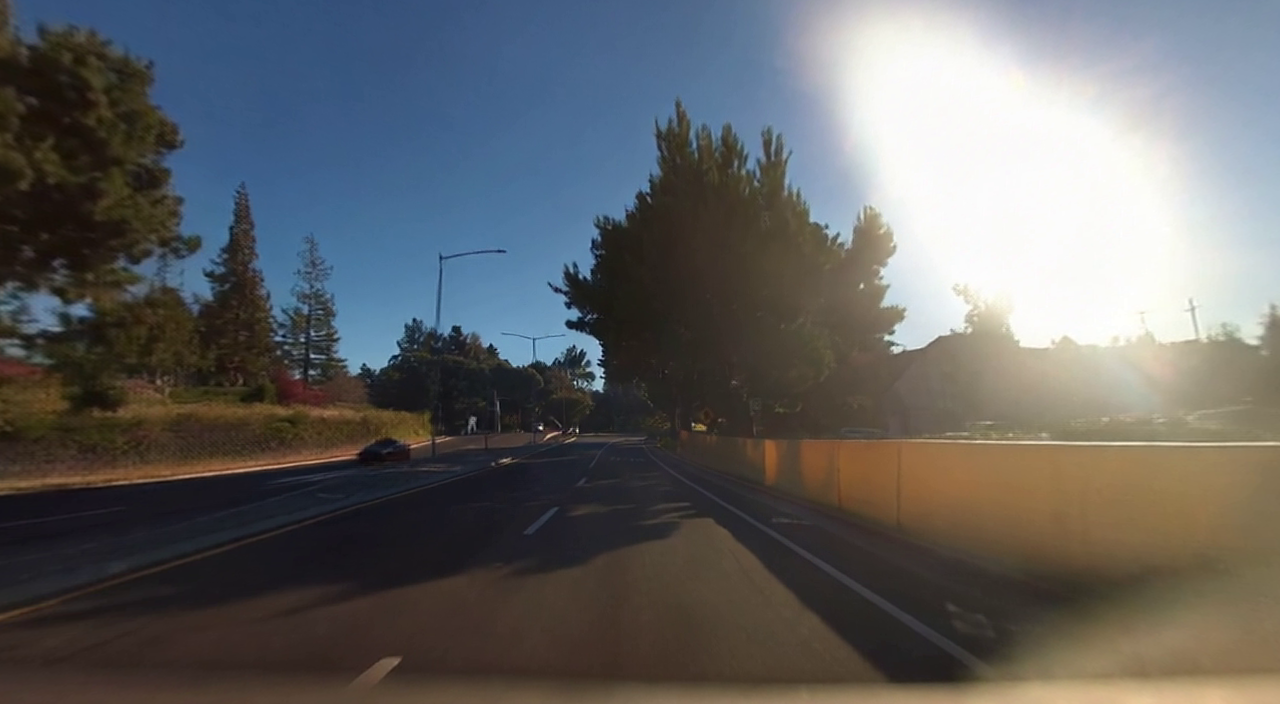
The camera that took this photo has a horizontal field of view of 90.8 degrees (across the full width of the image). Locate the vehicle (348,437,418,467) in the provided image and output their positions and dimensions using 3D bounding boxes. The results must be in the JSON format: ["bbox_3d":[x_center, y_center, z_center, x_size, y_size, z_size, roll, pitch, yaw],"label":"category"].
[{"bbox_3d":[-14.249,5.583,35.326,1.969,1.563,4.648,0,-9,0],"label":"vehicle"}]
